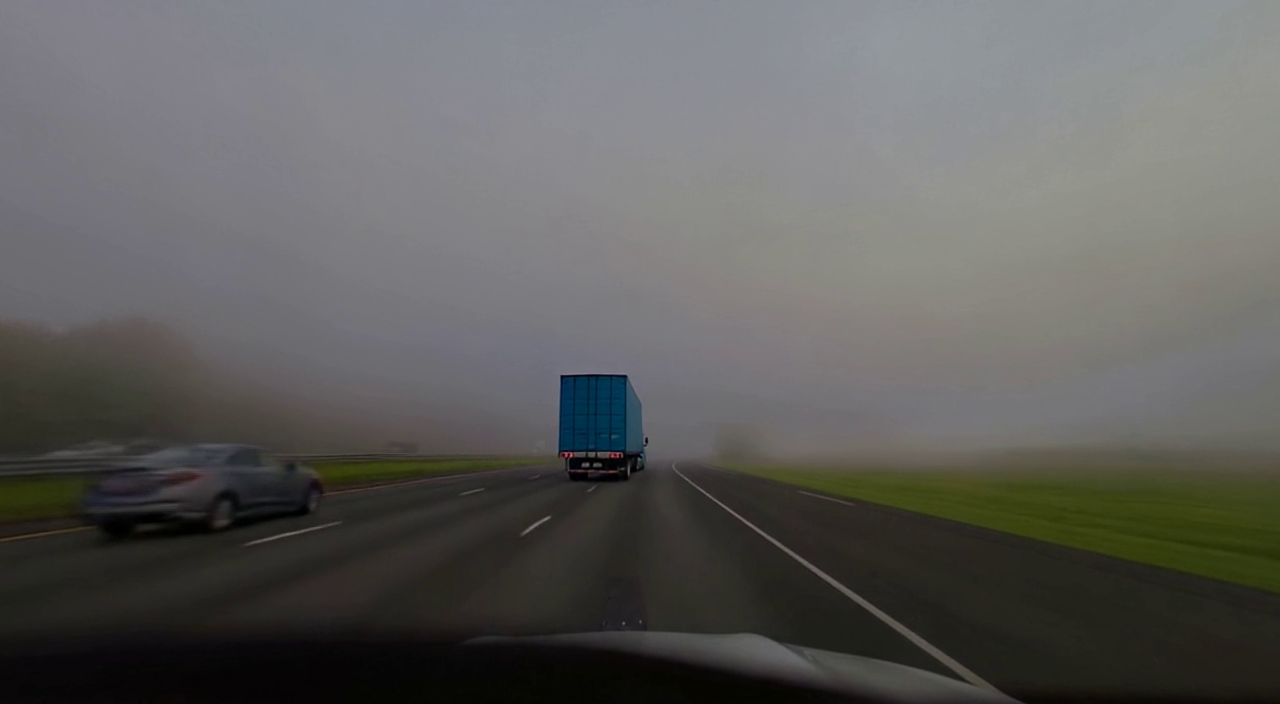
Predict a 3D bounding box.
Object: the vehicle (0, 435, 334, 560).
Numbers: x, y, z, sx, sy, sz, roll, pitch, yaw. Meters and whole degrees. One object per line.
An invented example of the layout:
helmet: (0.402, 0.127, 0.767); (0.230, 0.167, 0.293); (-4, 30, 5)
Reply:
vehicle: (-6.762, 2.022, 9.525); (1.967, 1.420, 4.473); (0, -9, 0)

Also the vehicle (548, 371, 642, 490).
vehicle: (-1.513, 3.806, 28.969); (2.851, 4.098, 14.436); (0, -9, 2)
